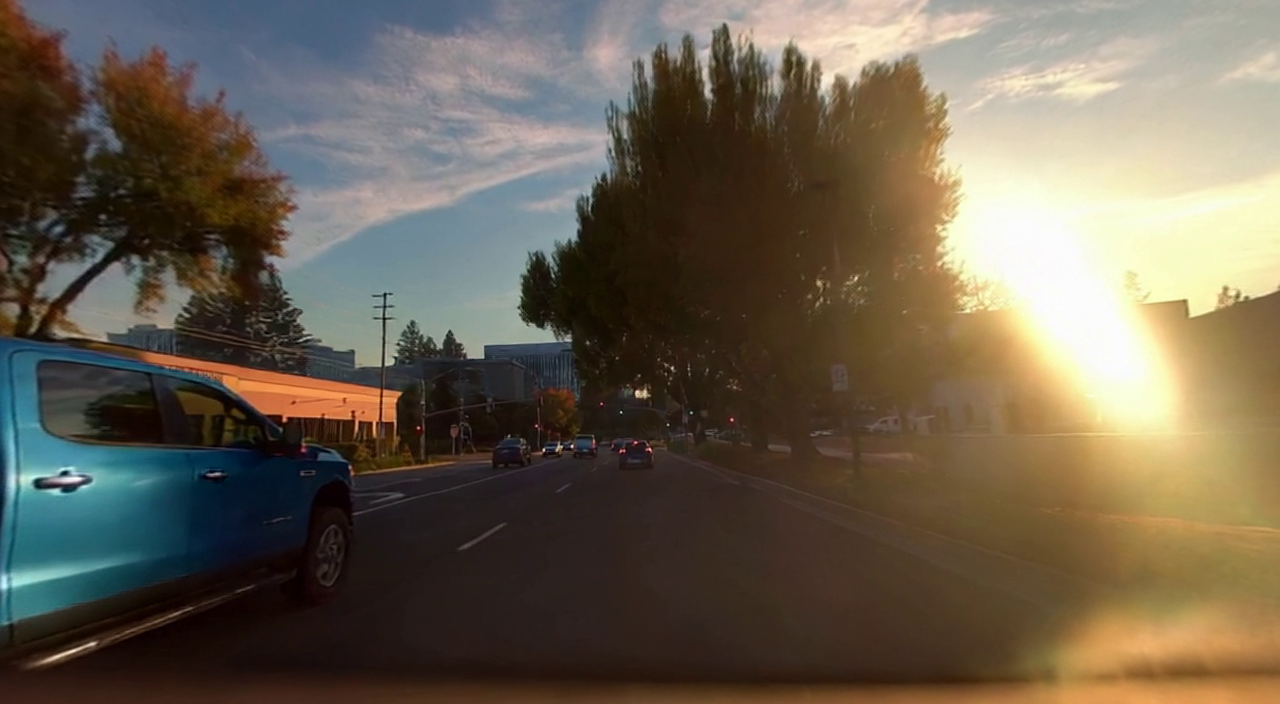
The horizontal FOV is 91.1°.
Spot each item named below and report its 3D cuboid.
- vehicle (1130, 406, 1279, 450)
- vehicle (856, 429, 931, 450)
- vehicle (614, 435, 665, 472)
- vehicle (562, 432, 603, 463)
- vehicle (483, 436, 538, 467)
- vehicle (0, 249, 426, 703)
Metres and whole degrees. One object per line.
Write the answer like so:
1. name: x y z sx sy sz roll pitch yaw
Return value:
1. vehicle: 22.753 3.062 24.946 4.767 1.443 1.978 -7 -11 29
2. vehicle: 19.285 6.687 47.804 5.025 1.475 1.956 -5 -10 29
3. vehicle: -0.062 4.699 29.235 2.191 1.530 4.470 0 -9 -1
4. vehicle: -3.817 6.397 42.152 2.243 1.976 4.514 0 -9 1
5. vehicle: -7.868 6.123 38.702 2.146 1.788 5.153 0 -9 2
6. vehicle: -3.576 0.759 2.848 2.552 2.079 6.810 0 -9 2
